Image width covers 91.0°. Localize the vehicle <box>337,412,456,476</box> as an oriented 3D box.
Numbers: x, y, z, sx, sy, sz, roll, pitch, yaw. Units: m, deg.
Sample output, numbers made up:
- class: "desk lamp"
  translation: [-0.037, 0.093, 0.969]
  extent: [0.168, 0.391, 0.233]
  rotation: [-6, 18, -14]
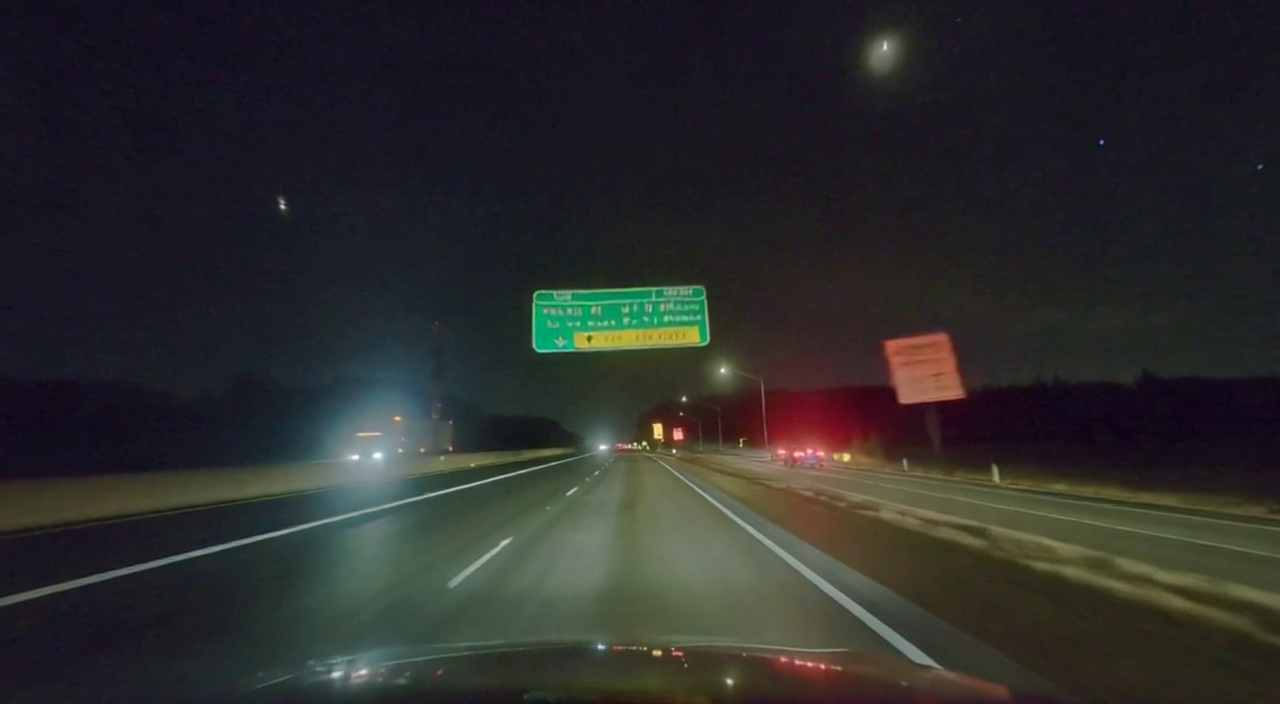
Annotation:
- class: "vehicle"
  translation: [-17.319, 6.751, 46.452]
  extent: [3.238, 3.929, 13.277]
  rotation: [-1, -8, 1]
